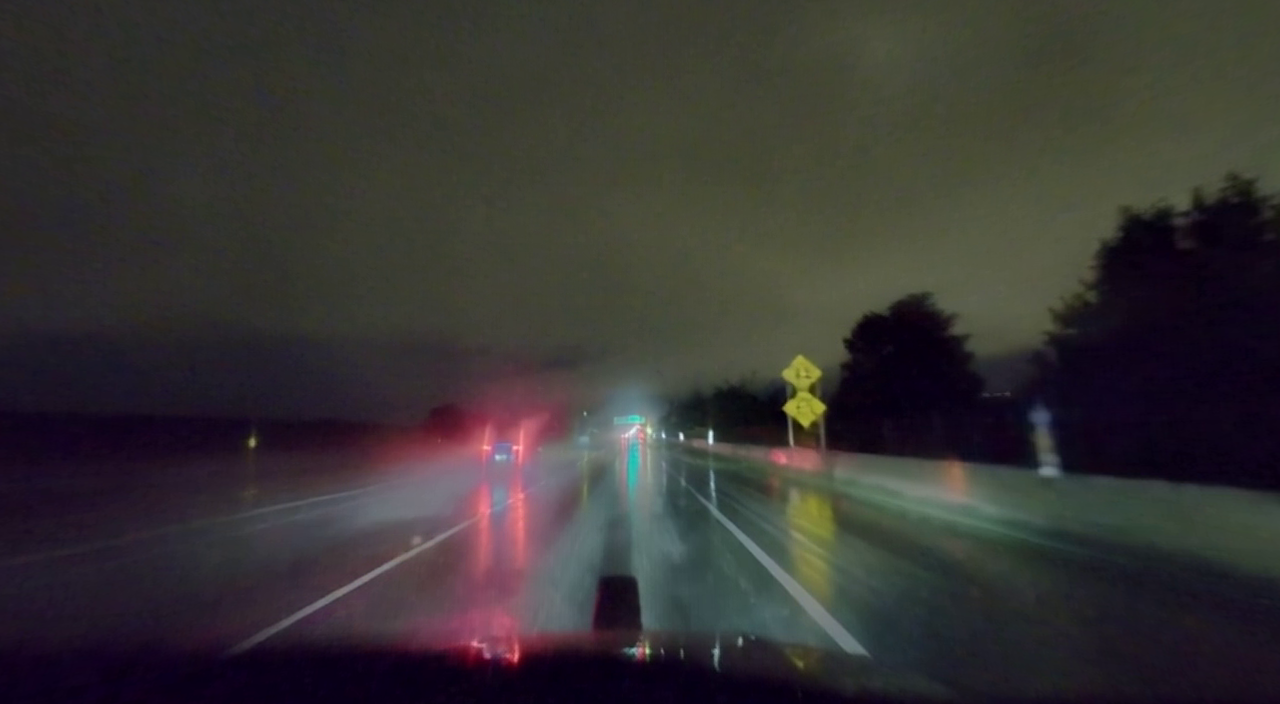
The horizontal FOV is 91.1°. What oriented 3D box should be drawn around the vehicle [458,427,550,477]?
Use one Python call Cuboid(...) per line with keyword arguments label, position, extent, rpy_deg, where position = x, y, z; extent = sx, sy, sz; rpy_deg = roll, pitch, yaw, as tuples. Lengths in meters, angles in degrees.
Cuboid(label="vehicle", position=(-4.621, 3.464, 22.214), extent=(2.149, 1.532, 4.905), rpy_deg=(0, -8, 0))
